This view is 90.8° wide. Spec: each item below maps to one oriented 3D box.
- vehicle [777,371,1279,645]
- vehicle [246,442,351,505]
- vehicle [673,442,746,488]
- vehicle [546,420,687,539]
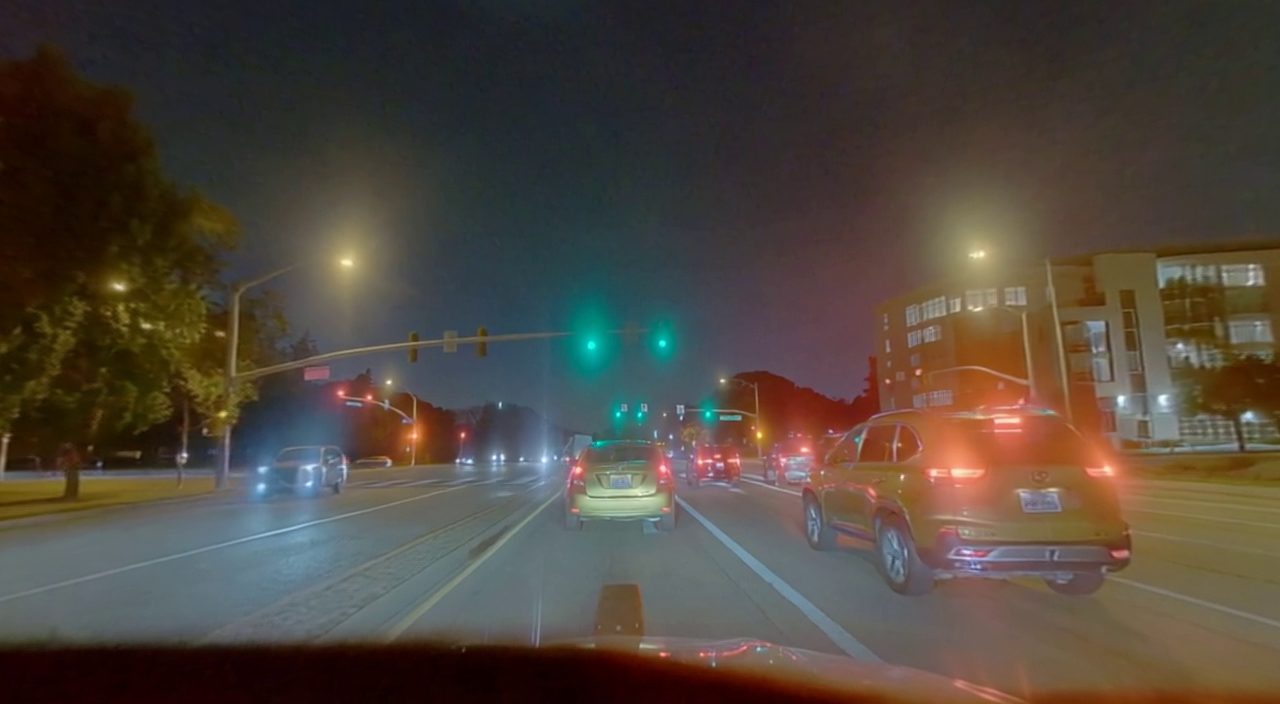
[{"bbox_3d":[3.083,1.344,6.454,2.228,1.798,4.370,0,-8,-2],"label":"vehicle"},{"bbox_3d":[-12.027,4.237,22.667,2.354,1.949,4.905,2,-9,-18],"label":"vehicle"},{"bbox_3d":[2.358,3.967,22.551,1.900,1.459,4.260,0,-8,-3],"label":"vehicle"},{"bbox_3d":[-0.386,2.156,11.300,2.039,1.698,4.144,0,-8,-1],"label":"vehicle"}]
